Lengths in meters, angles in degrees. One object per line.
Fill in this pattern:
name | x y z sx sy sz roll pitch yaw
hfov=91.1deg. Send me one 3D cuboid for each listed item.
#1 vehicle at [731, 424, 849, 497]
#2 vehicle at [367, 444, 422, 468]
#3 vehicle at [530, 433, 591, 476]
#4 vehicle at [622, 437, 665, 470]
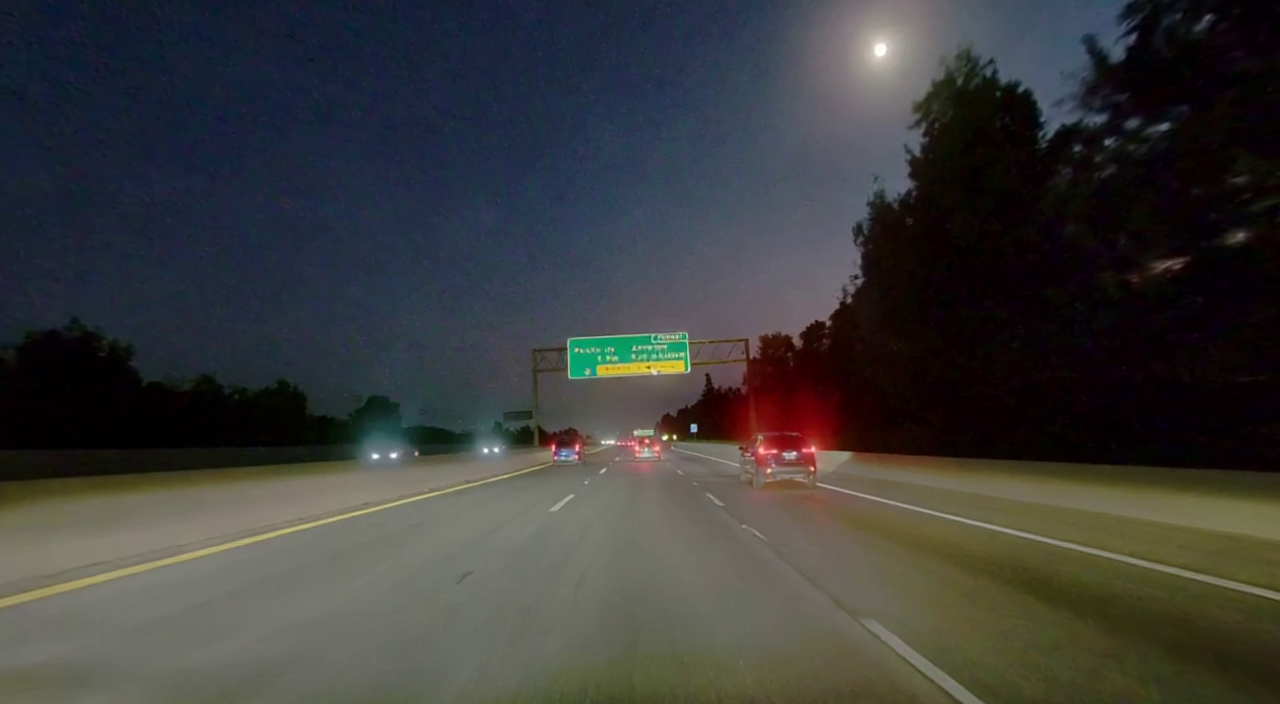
vehicle | 3.865 2.874 17.071 2.025 1.707 4.279 0 -8 -2
vehicle | -17.149 7.277 44.116 1.787 1.517 4.537 -1 -8 4
vehicle | -3.330 4.374 27.126 2.044 1.682 4.201 0 -8 1
vehicle | 0.195 5.119 31.774 2.049 1.542 3.816 0 -8 1
